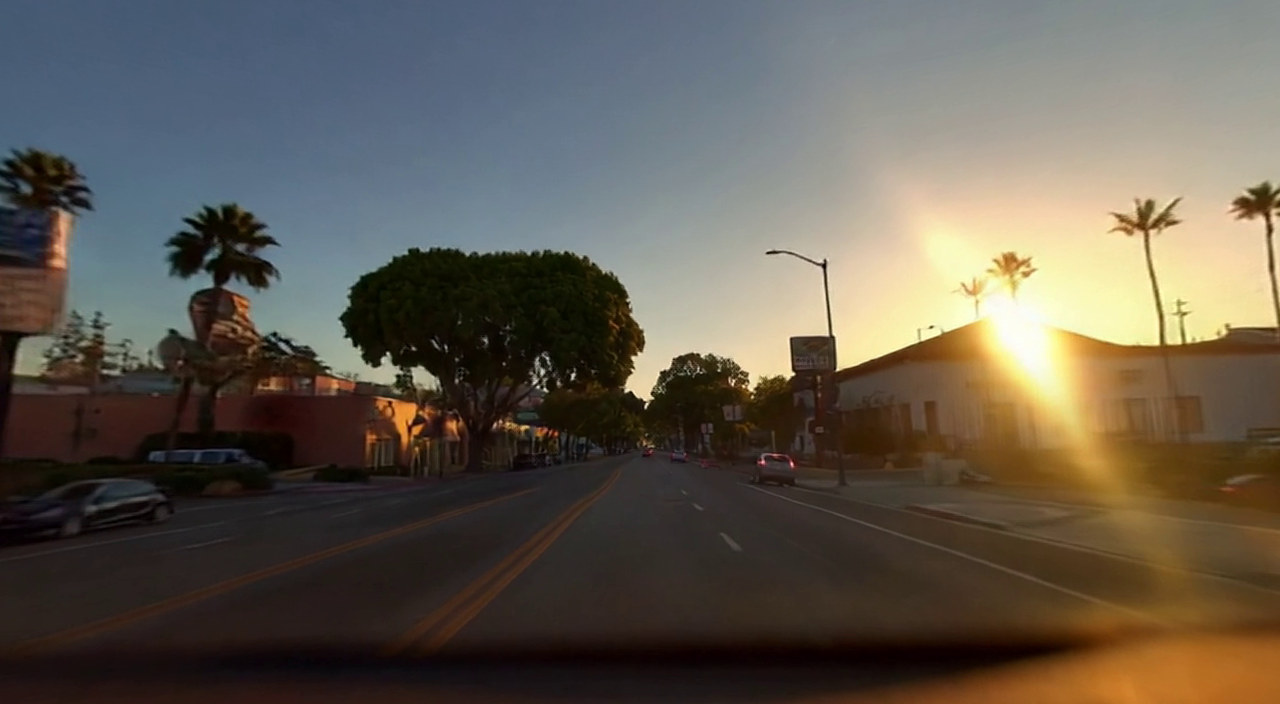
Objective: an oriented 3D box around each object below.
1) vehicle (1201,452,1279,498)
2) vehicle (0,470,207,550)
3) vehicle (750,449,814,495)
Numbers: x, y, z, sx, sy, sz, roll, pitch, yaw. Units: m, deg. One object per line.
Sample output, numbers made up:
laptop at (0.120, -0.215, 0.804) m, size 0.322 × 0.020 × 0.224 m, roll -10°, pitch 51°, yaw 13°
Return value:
vehicle at (23.830, 4.583, 23.542) m, size 1.827 × 1.492 × 4.154 m, roll -1°, pitch -16°, yaw -1°
vehicle at (-12.802, 3.664, 15.202) m, size 1.791 × 1.446 × 4.368 m, roll 0°, pitch -8°, yaw -2°
vehicle at (5.190, 4.392, 23.545) m, size 2.067 × 1.477 × 4.653 m, roll -2°, pitch -9°, yaw 10°
